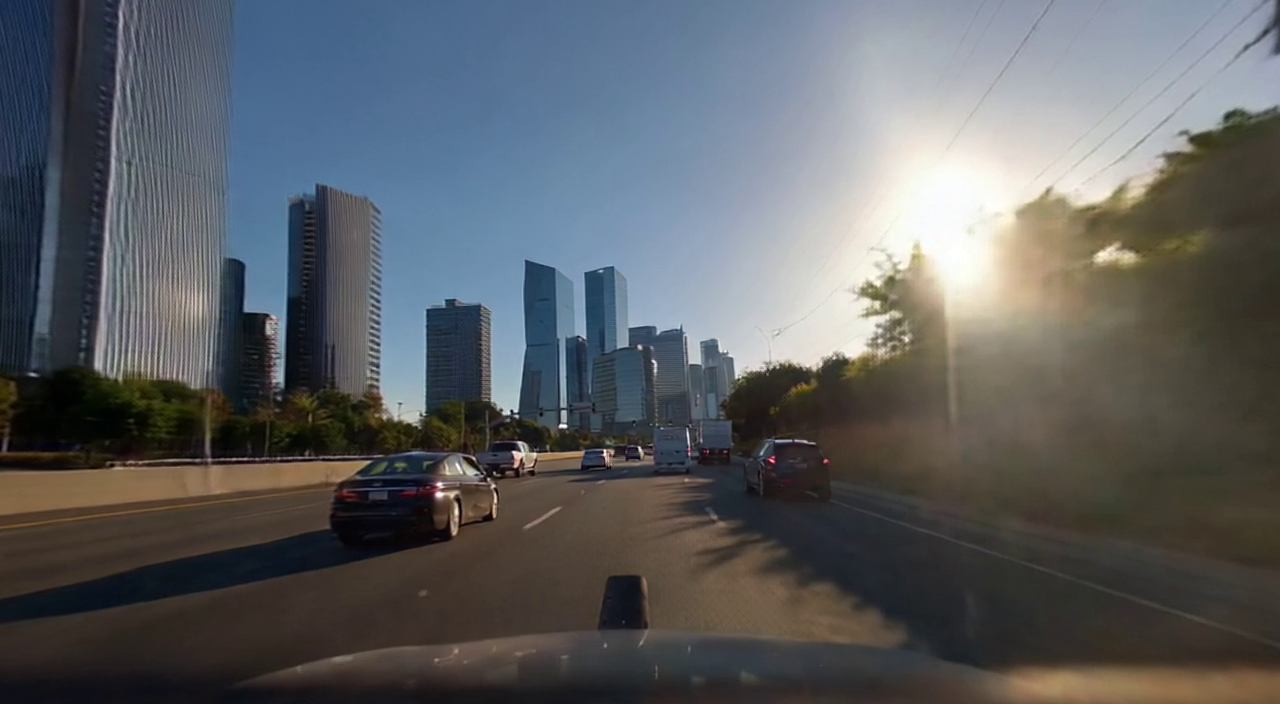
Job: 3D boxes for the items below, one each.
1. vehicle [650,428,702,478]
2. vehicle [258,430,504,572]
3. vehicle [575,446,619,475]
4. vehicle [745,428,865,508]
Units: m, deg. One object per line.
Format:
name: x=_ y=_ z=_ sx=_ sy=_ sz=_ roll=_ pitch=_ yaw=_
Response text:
vehicle: x=2.090 y=5.483 z=34.341 sx=2.457 sy=2.440 sz=5.486 roll=-1 pitch=-9 yaw=7
vehicle: x=-3.462 y=2.031 z=9.299 sx=1.934 sy=1.643 sz=3.718 roll=0 pitch=-8 yaw=2
vehicle: x=-2.403 y=6.219 z=36.378 sx=1.984 sy=1.567 sz=4.311 roll=-1 pitch=-9 yaw=4
vehicle: x=4.404 y=3.174 z=17.611 sx=2.283 sy=1.923 sz=4.427 roll=0 pitch=-8 yaw=2
